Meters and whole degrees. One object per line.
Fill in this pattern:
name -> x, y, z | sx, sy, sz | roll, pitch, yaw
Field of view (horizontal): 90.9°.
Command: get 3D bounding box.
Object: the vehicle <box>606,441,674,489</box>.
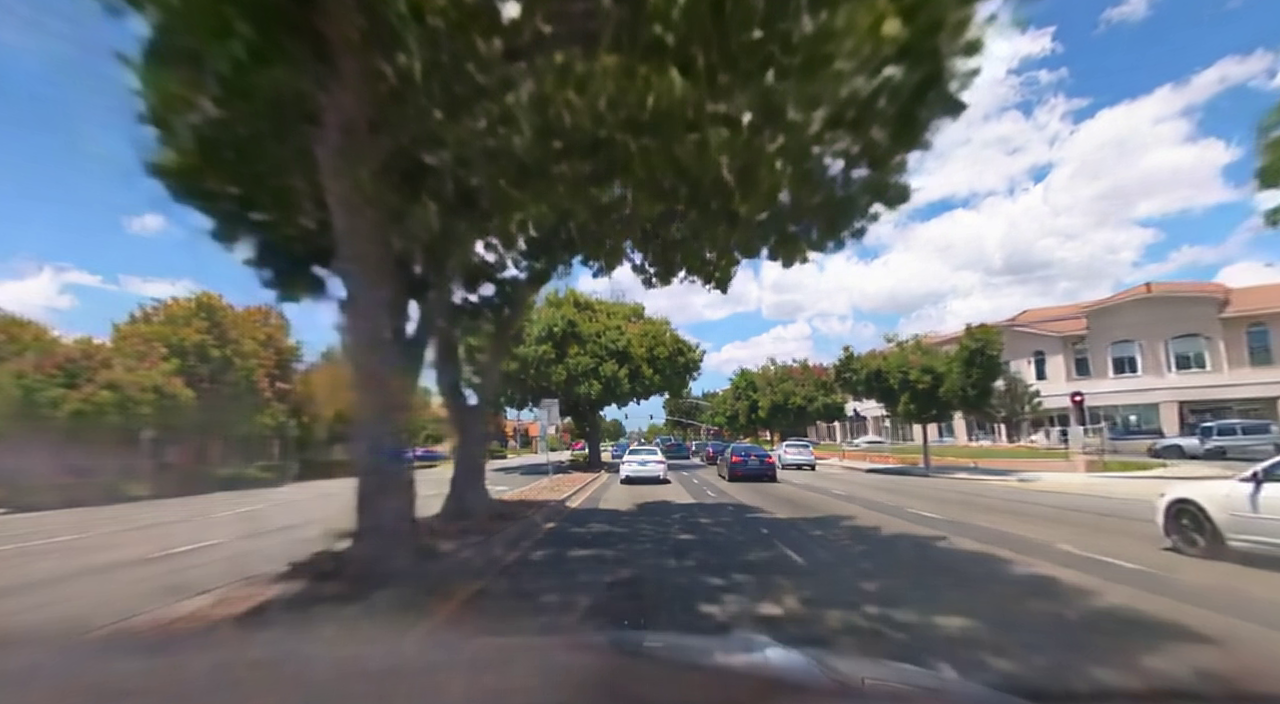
vehicle -> 0.005, 3.767, 21.370 | 2.096, 1.473, 3.893 | 0, -8, 0

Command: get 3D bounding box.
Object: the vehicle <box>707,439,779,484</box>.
vehicle -> 3.775, 4.084, 23.796 | 1.988, 1.528, 4.144 | 0, -8, 0

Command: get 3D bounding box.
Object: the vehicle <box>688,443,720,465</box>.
vehicle -> 4.503, 7.215, 44.925 | 1.862, 1.457, 4.204 | 0, -8, 0

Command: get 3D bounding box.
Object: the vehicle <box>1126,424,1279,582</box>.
vehicle -> 7.136, 1.413, 5.768 | 1.892, 1.515, 4.400 | 0, -8, 1

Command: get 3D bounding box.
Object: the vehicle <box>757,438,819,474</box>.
vehicle -> 7.461, 5.270, 32.263 | 2.044, 1.701, 4.397 | 0, -8, -1

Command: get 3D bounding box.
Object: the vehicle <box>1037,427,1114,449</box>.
vehicle -> 33.813, 6.665, 48.967 | 4.462, 1.628, 1.921 | -1, -8, 2
